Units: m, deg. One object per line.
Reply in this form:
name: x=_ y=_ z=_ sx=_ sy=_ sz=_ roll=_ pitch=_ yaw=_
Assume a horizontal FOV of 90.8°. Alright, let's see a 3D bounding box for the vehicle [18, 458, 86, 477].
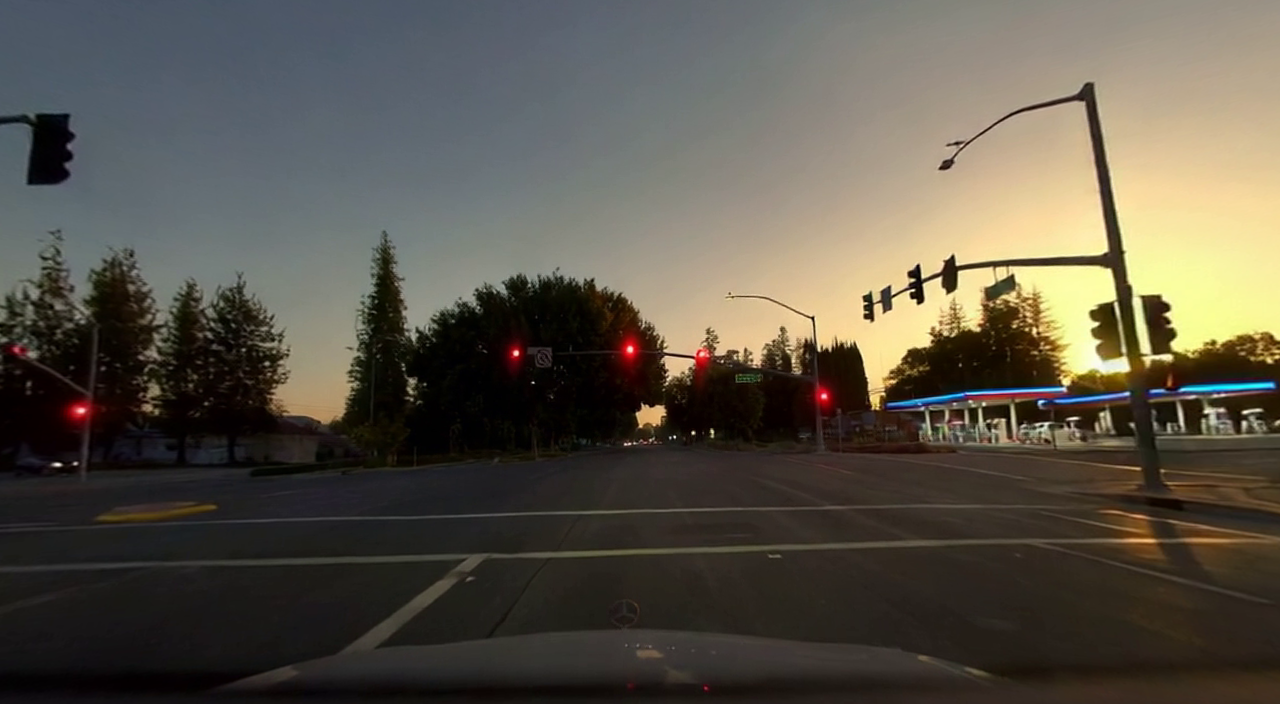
vehicle: x=-46.224 y=9.052 z=49.707 sx=1.594 sy=1.368 sz=3.616 roll=-7 pitch=-11 yaw=37
